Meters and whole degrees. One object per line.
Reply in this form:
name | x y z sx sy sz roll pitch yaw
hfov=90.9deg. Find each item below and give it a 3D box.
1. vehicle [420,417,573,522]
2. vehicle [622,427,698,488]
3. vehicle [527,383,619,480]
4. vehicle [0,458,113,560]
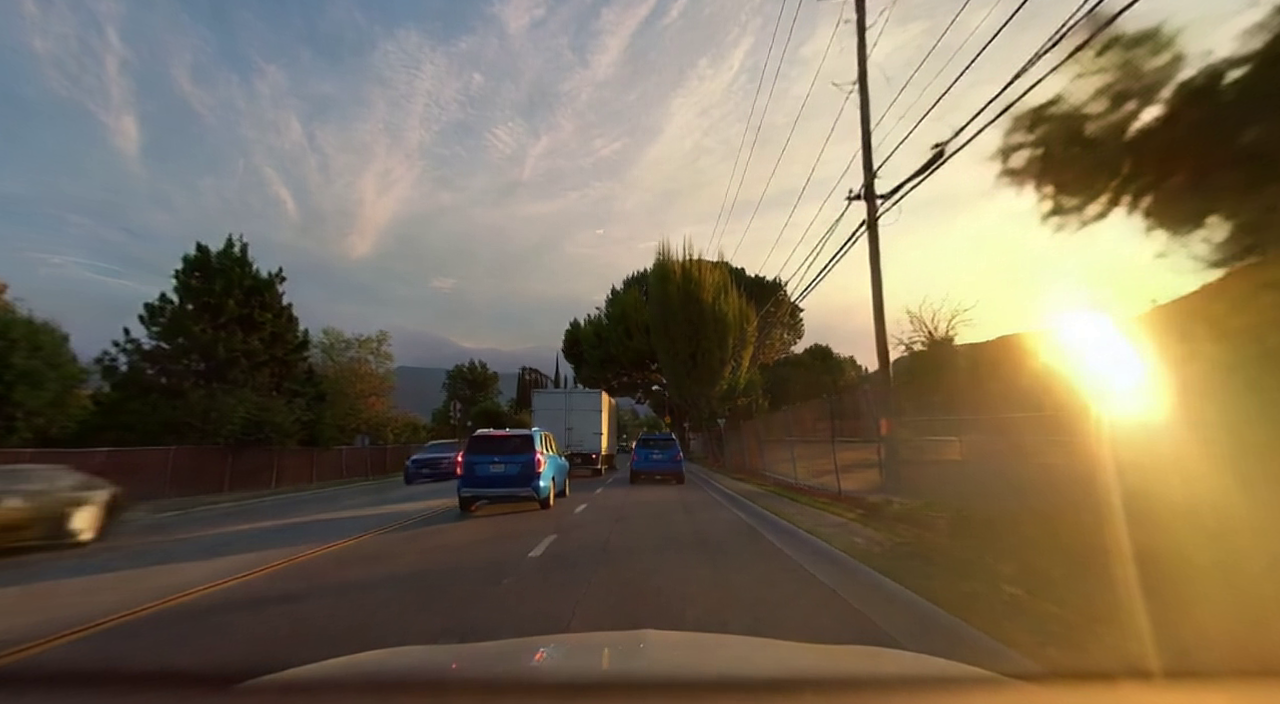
vehicle | -2.772 2.410 13.424 2.093 1.832 4.508 0 -8 1
vehicle | 0.605 3.339 20.220 2.174 1.749 4.113 0 -8 1
vehicle | -2.687 3.787 29.231 2.928 3.658 10.953 0 -8 1
vehicle | -11.714 2.626 10.377 2.077 1.638 4.584 0 -8 0
